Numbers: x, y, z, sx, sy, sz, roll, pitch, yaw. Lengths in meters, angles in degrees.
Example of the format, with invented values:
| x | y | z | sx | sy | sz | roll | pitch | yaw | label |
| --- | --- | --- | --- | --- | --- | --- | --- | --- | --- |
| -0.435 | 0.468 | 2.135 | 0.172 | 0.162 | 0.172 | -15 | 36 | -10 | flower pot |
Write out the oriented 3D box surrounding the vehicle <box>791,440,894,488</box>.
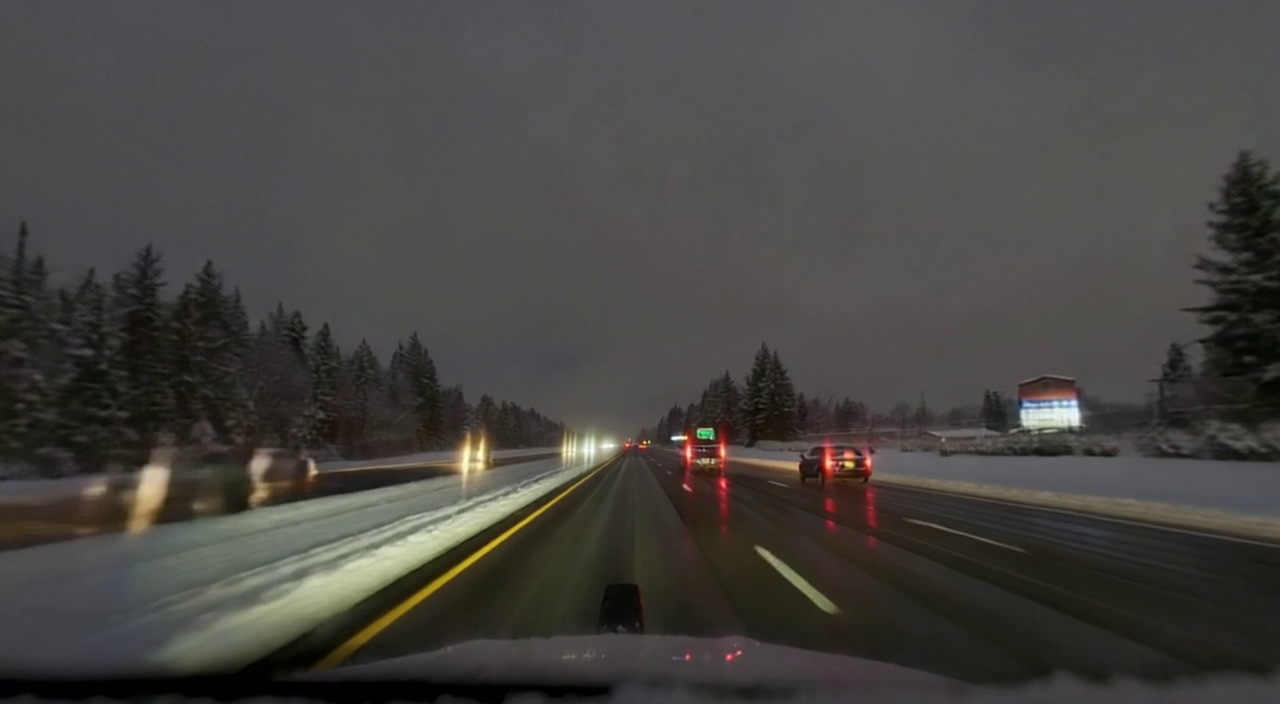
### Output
| x | y | z | sx | sy | sz | roll | pitch | yaw | label |
| --- | --- | --- | --- | --- | --- | --- | --- | --- | --- |
| 6.674 | 3.717 | 21.312 | 2.009 | 1.456 | 4.097 | 0 | -9 | -2 | vehicle |

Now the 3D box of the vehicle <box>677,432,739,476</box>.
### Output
| x | y | z | sx | sy | sz | roll | pitch | yaw | label |
| --- | --- | --- | --- | --- | --- | --- | --- | --- | --- |
| 2.988 | 4.672 | 29.062 | 2.258 | 1.824 | 4.908 | 0 | -9 | -1 | vehicle |

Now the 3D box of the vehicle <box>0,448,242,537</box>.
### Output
| x | y | z | sx | sy | sz | roll | pitch | yaw | label |
| --- | --- | --- | --- | --- | --- | --- | --- | --- | --- |
| -10.967 | 2.834 | 13.458 | 2.147 | 1.545 | 4.454 | 0 | -8 | -2 | vehicle |

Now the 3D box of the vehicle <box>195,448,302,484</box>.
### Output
| x | y | z | sx | sy | sz | roll | pitch | yaw | label |
| --- | --- | --- | --- | --- | --- | --- | --- | --- | --- |
| -17.589 | 5.124 | 28.710 | 1.855 | 1.454 | 4.636 | 0 | -8 | 0 | vehicle |
